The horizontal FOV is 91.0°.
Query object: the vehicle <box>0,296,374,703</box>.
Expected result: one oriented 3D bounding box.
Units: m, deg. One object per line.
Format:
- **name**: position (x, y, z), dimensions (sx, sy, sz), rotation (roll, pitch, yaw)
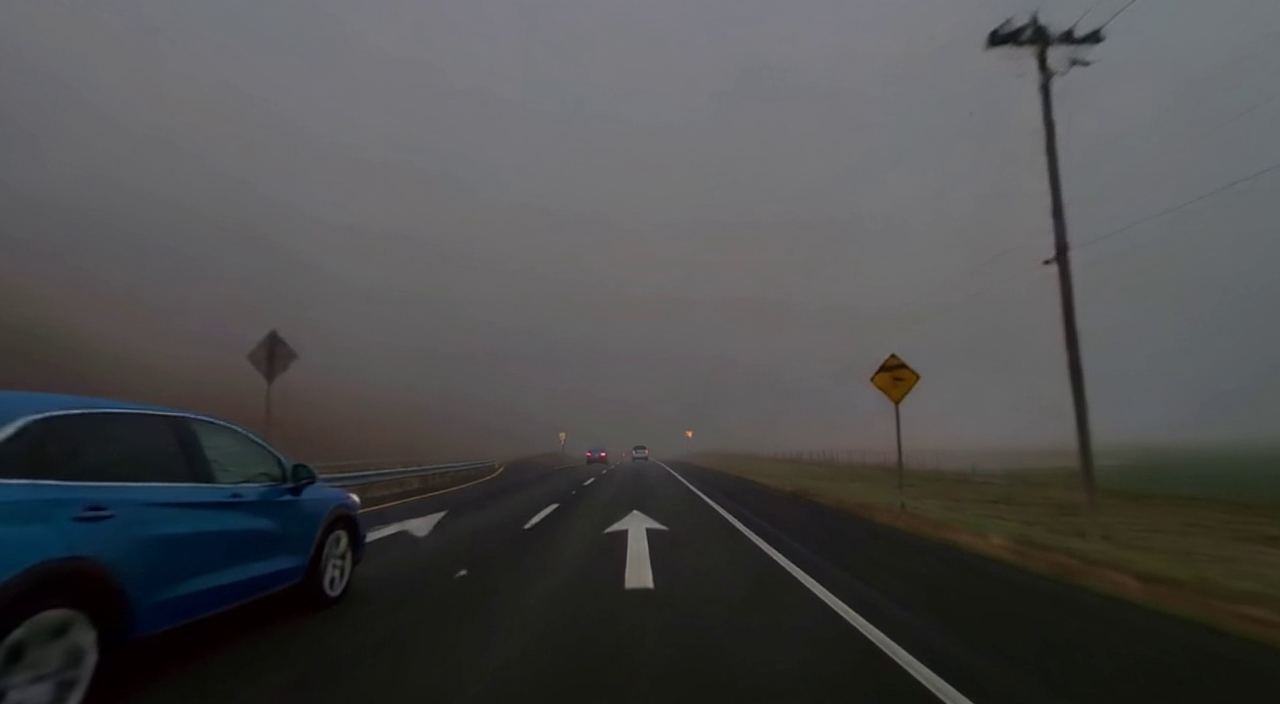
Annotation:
- **vehicle**: position (-3.551, 0.896, 3.458), dimensions (2.173, 1.863, 4.786), rotation (0, -9, -2)
